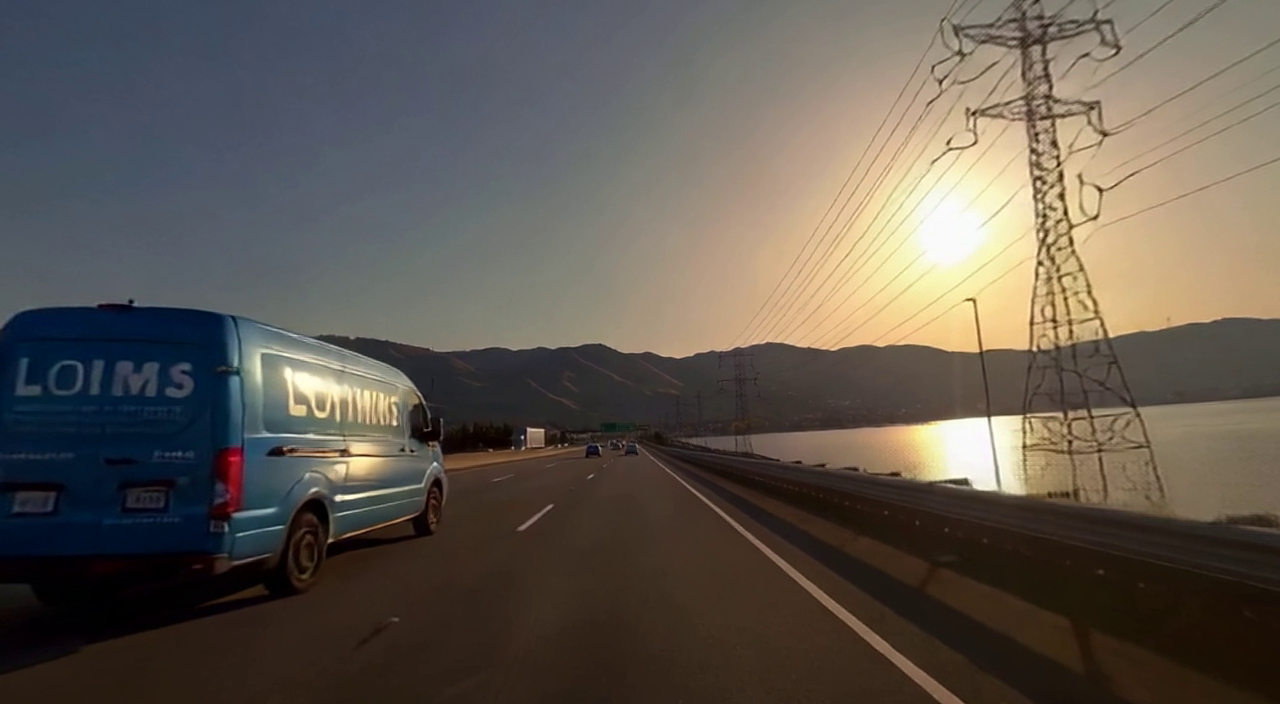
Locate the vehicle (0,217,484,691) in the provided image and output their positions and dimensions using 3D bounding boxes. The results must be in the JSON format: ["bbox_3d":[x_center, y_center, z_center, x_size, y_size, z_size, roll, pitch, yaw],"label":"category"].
[{"bbox_3d":[-3.729,1.004,6.978,2.331,2.757,6.581,0,-8,0],"label":"vehicle"}]
